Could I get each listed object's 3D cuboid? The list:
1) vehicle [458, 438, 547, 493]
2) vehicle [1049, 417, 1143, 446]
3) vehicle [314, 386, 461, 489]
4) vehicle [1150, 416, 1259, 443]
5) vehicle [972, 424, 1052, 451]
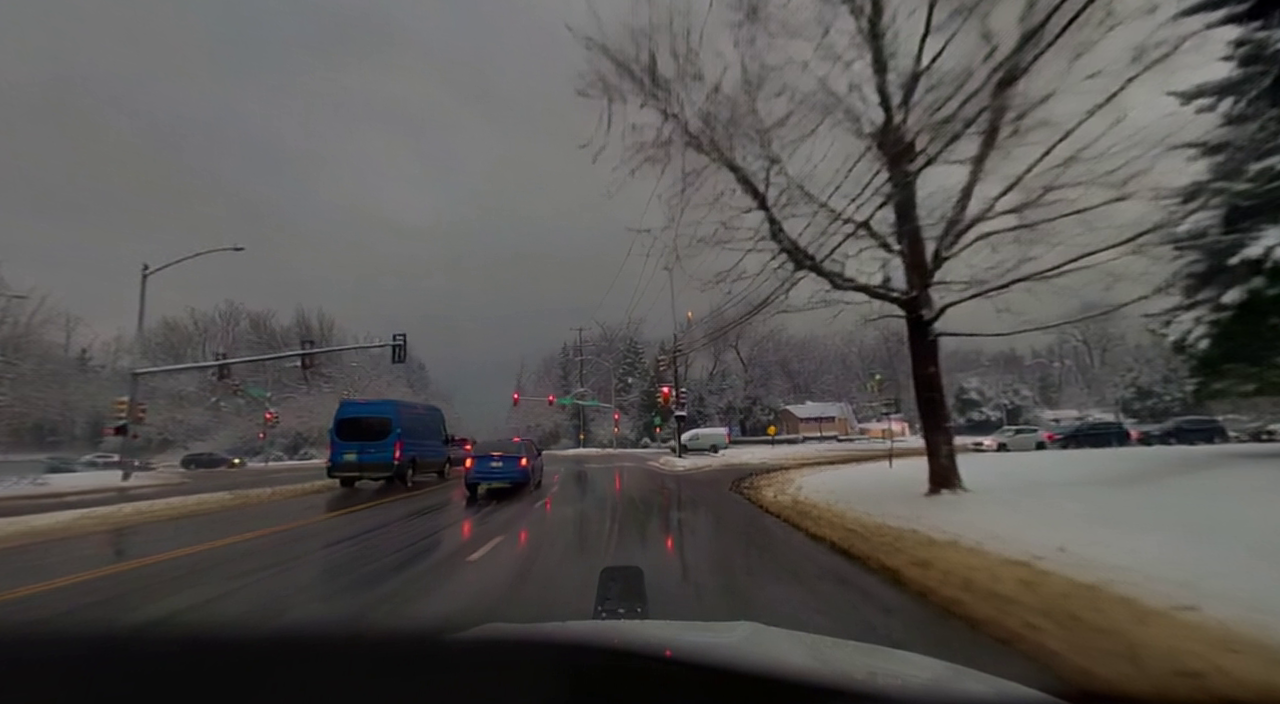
[{"bbox_3d":[-4.129,3.487,19.682,2.019,1.485,4.565,1,-9,-4],"label":"vehicle"},{"bbox_3d":[27.685,4.868,38.363,4.056,1.659,1.881,-2,-9,12],"label":"vehicle"},{"bbox_3d":[-8.126,2.948,21.332,2.461,2.889,6.776,1,-9,-3],"label":"vehicle"},{"bbox_3d":[33.378,4.603,37.338,4.342,1.513,1.838,-2,-9,14],"label":"vehicle"},{"bbox_3d":[21.345,4.922,36.159,3.718,1.480,1.981,4,-9,-20],"label":"vehicle"}]
